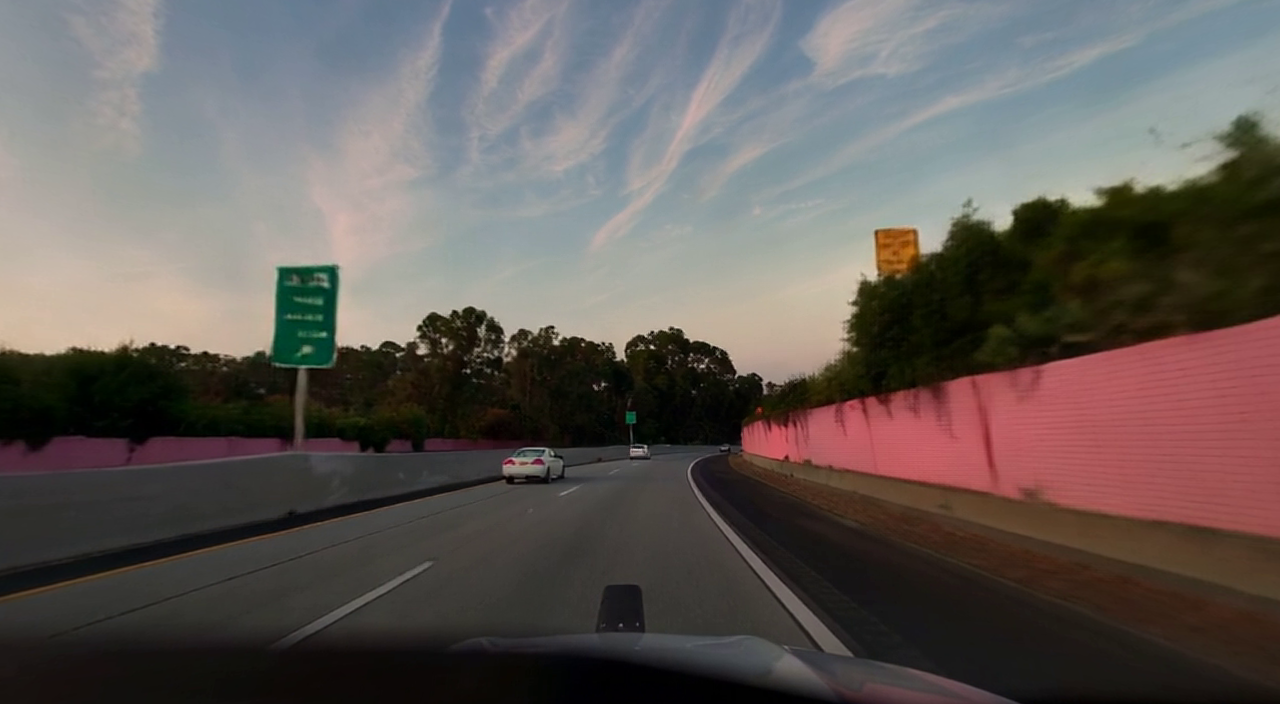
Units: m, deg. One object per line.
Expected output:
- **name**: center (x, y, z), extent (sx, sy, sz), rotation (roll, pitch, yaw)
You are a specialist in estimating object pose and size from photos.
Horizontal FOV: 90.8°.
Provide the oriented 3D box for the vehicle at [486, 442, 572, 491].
- **vehicle**: center (-3.480, 3.675, 20.577), extent (1.746, 1.405, 4.339), rotation (-1, -9, 4)
